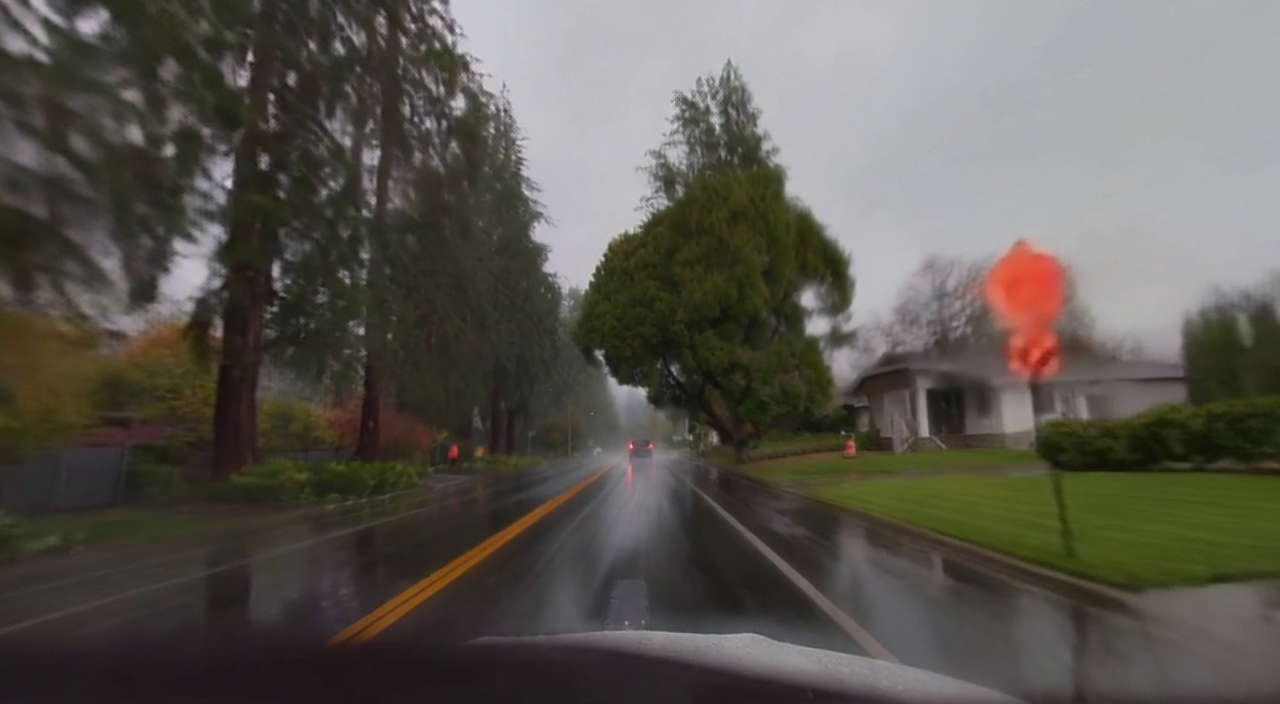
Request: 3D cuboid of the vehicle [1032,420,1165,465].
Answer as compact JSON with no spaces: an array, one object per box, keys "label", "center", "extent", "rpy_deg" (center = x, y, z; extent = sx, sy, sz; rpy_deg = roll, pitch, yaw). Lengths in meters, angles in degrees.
[{"label":"vehicle","center":[16.812,3.347,23.206],"extent":[3.462,1.576,1.863],"rpy_deg":[1,-8,-5]}]
